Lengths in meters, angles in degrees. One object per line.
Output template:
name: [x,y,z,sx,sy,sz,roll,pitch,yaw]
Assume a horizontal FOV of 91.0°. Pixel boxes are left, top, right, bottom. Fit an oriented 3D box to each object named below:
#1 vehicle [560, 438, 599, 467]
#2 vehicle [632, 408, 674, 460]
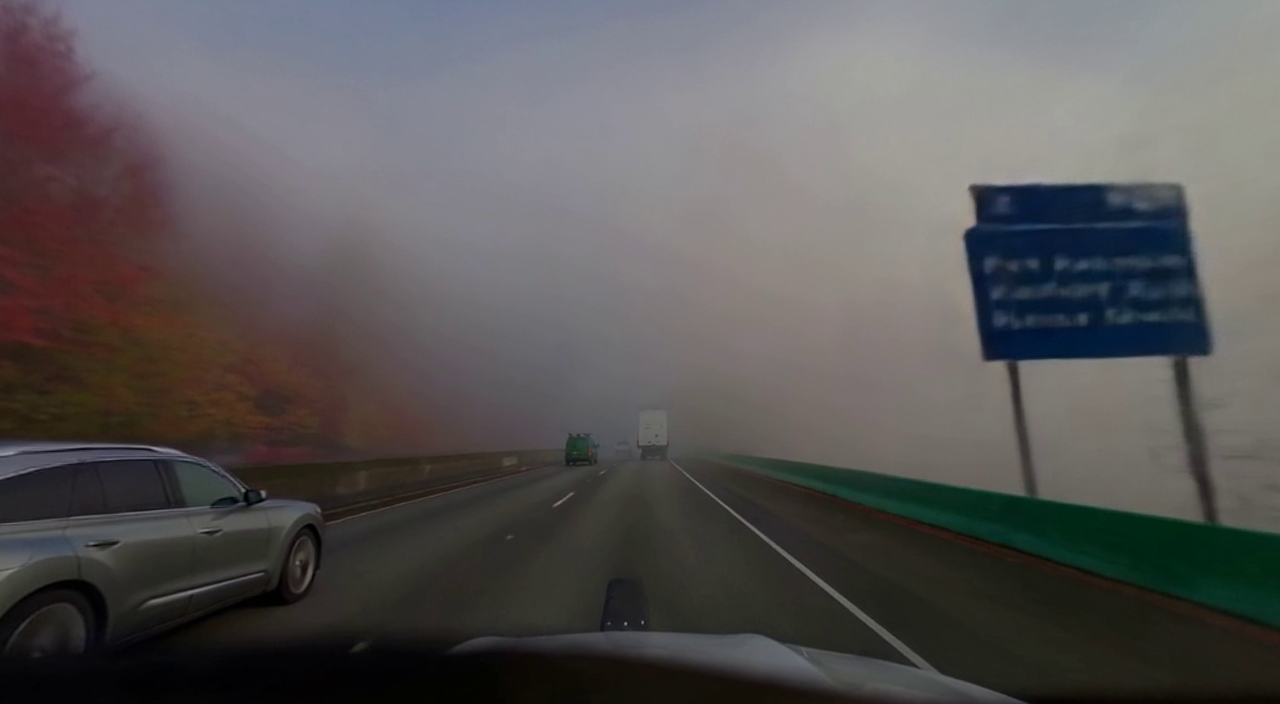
vehicle: [-3.417,5.738,36.140,1.927,1.556,3.921,0,-8,0]
vehicle: [1.046,6.531,49.739,2.933,3.701,10.425,0,-8,1]
